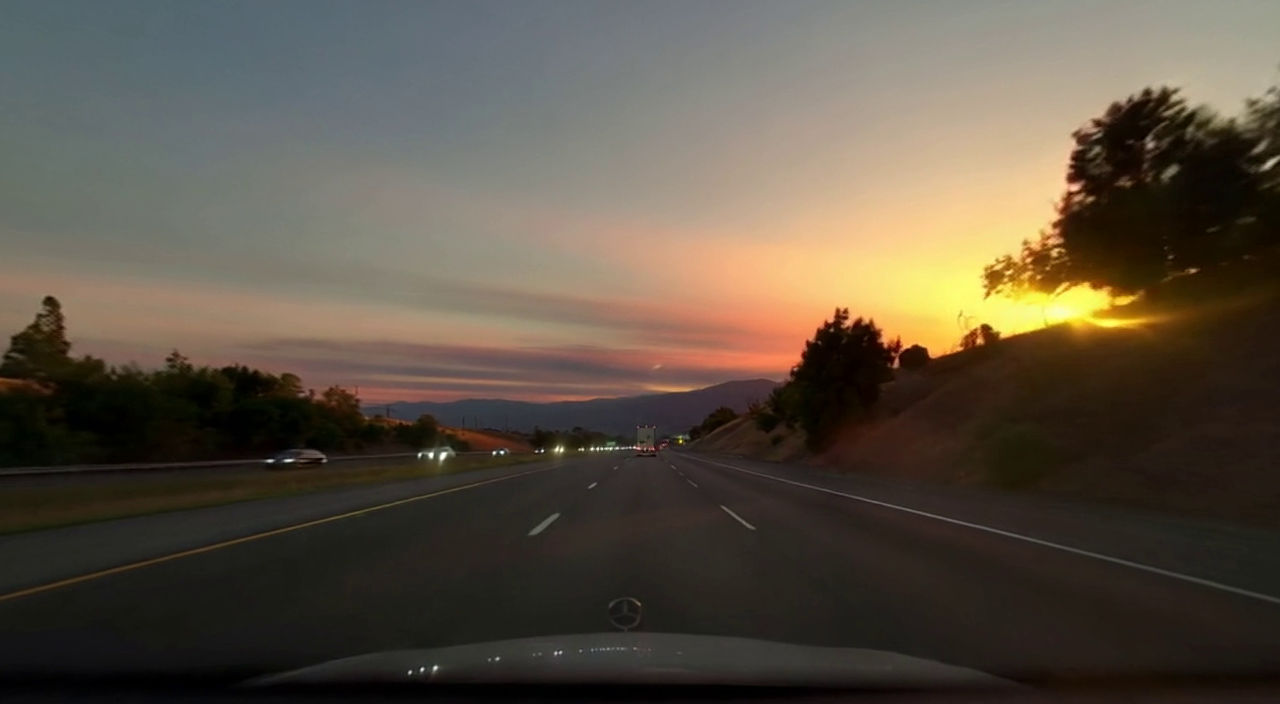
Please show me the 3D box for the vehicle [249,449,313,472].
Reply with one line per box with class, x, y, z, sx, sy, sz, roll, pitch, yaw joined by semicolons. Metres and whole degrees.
vehicle;-25.179;7.585;44.322;1.824;1.509;4.374;0;-9;1
